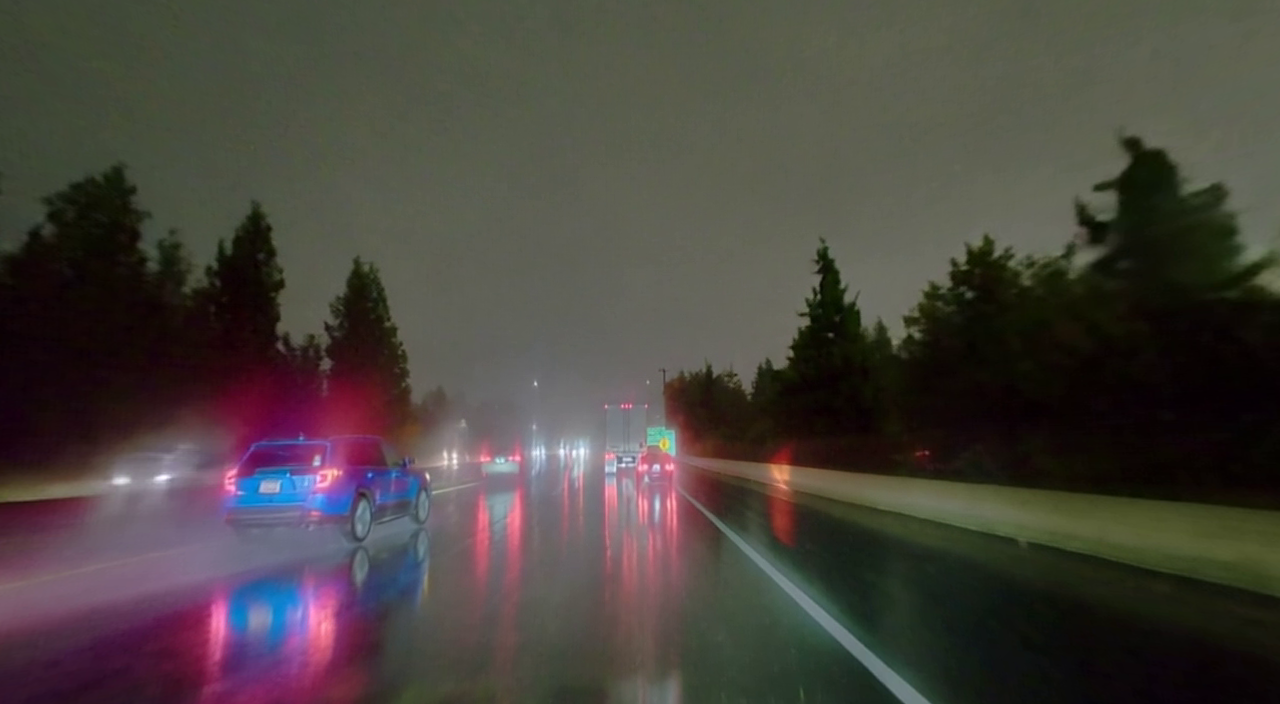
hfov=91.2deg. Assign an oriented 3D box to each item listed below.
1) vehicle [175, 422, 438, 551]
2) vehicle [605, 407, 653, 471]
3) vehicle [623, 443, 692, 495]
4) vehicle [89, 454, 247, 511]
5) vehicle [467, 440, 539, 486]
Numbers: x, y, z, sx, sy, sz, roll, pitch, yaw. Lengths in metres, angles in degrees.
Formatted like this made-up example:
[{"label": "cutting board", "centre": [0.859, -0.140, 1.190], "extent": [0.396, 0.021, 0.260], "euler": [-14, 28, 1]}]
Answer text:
[{"label": "vehicle", "centre": [-5.055, 2.086, 10.342], "extent": [2.100, 1.671, 4.105], "euler": [0, -9, -1]}, {"label": "vehicle", "centre": [-0.954, 6.495, 46.255], "extent": [3.113, 4.066, 10.786], "euler": [0, -9, -2]}, {"label": "vehicle", "centre": [0.458, 3.750, 20.426], "extent": [2.026, 1.489, 4.045], "euler": [0, -9, -1]}, {"label": "vehicle", "centre": [-13.902, 3.831, 18.780], "extent": [1.792, 1.467, 3.809], "euler": [0, -9, -2]}, {"label": "vehicle", "centre": [-5.401, 4.421, 25.240], "extent": [2.035, 1.664, 4.064], "euler": [0, -9, -1]}]
